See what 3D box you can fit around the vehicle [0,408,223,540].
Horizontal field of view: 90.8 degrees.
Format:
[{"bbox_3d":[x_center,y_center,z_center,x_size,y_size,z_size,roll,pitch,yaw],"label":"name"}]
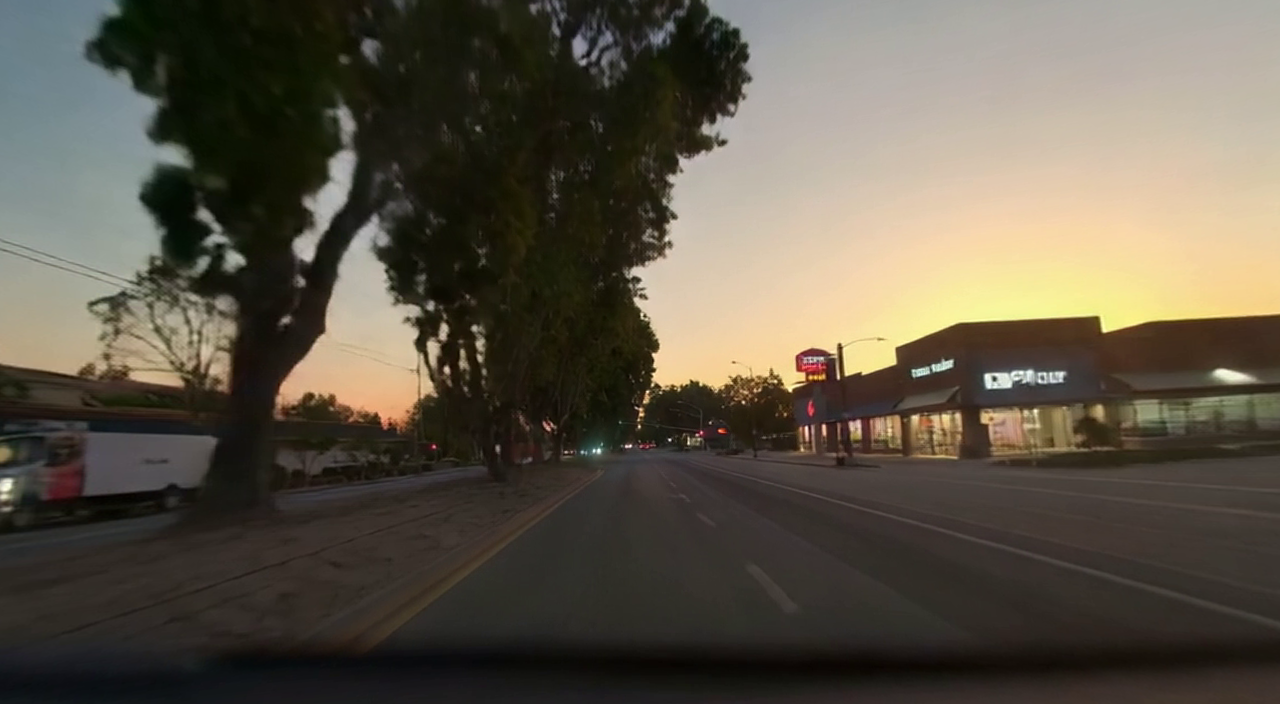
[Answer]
[{"bbox_3d":[-19.512,4.127,22.467,2.966,3.698,9.217,0,-9,0],"label":"vehicle"}]
